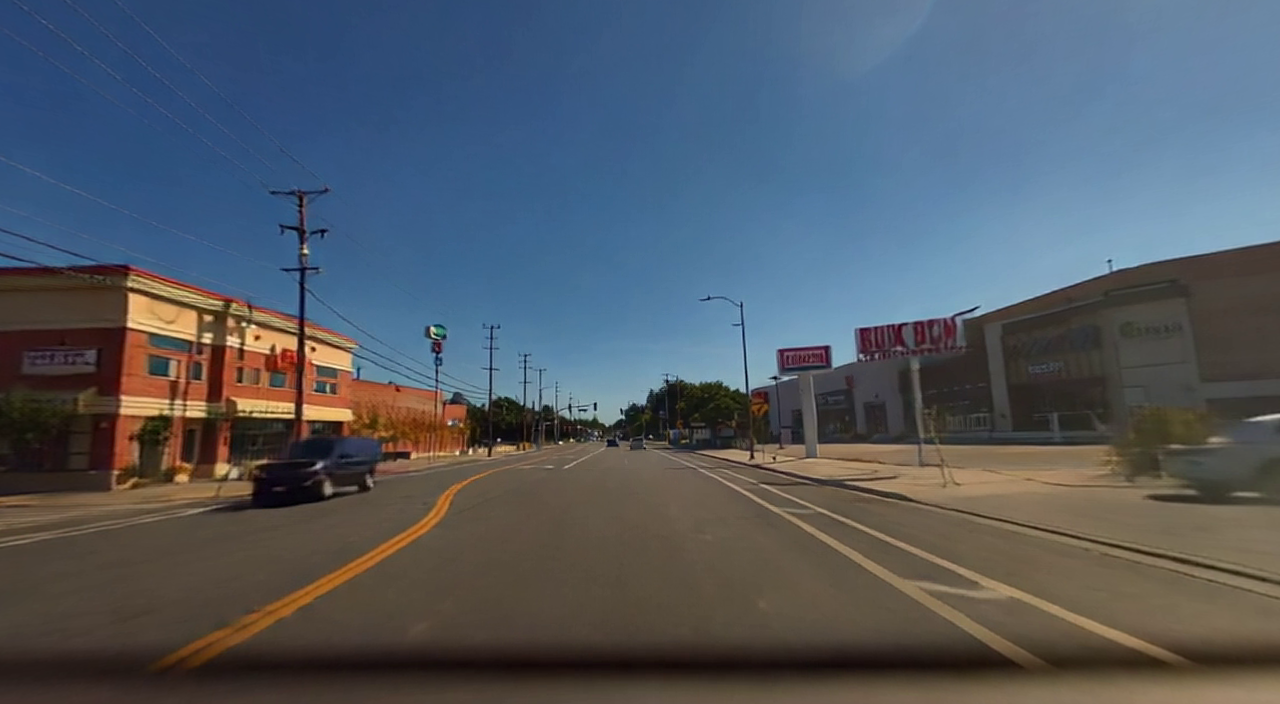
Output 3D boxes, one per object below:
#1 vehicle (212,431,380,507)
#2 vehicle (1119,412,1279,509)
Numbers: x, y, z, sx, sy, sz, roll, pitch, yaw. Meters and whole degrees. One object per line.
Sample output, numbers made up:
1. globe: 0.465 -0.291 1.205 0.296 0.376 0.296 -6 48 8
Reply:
1. vehicle: -8.772 3.004 16.654 1.973 1.704 4.476 0 -8 -1
2. vehicle: 11.542 1.850 10.969 4.673 1.498 2.072 0 -8 0
